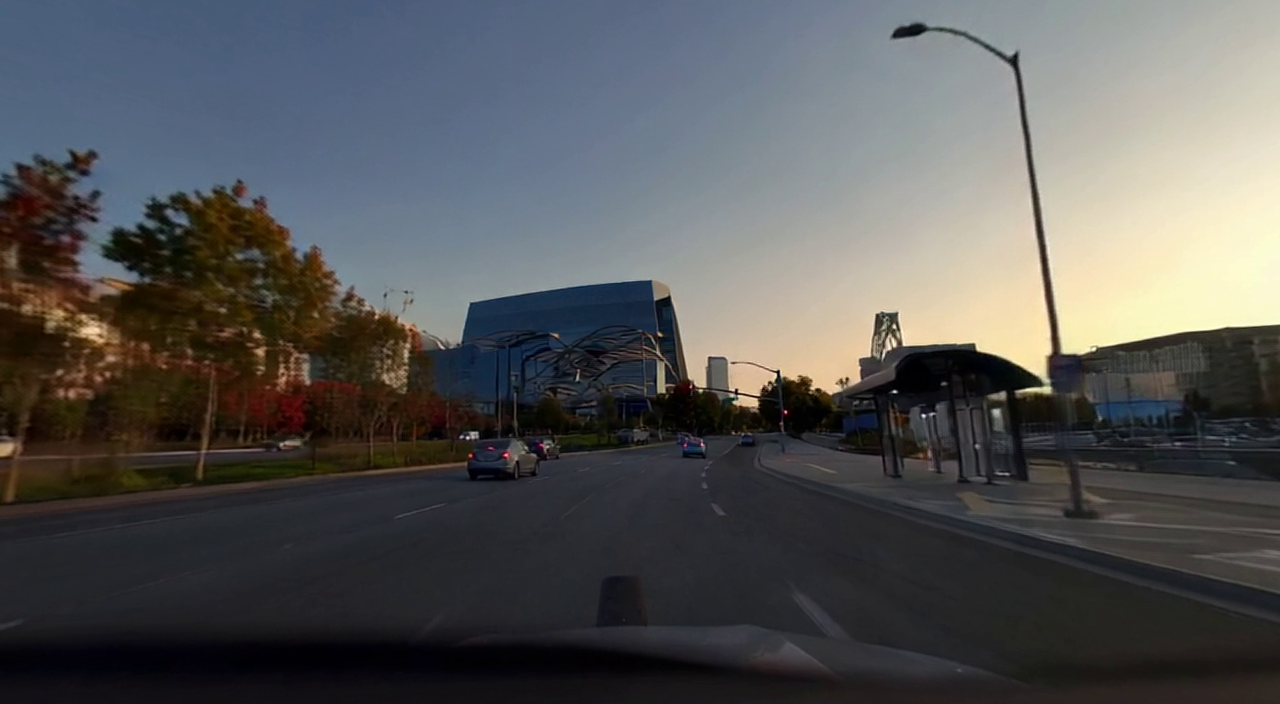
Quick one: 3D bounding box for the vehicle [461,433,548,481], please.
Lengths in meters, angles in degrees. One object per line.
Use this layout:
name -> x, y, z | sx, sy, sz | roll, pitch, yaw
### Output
vehicle -> -5.362, 4.238, 25.668 | 2.181, 1.728, 4.515 | -1, -9, 5
